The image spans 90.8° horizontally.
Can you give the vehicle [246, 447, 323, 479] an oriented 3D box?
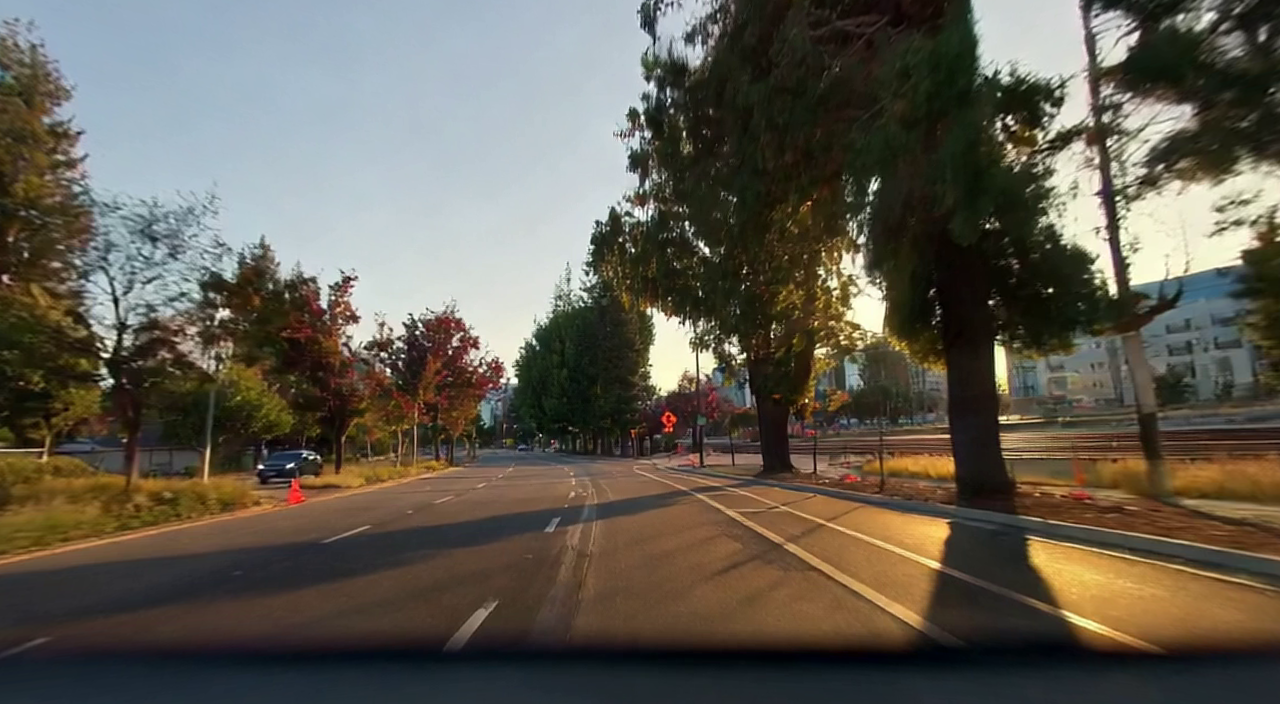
[{"bbox_3d":[-21.434,6.662,38.395,2.045,1.797,5.228,1,-8,-6],"label":"vehicle"}]
